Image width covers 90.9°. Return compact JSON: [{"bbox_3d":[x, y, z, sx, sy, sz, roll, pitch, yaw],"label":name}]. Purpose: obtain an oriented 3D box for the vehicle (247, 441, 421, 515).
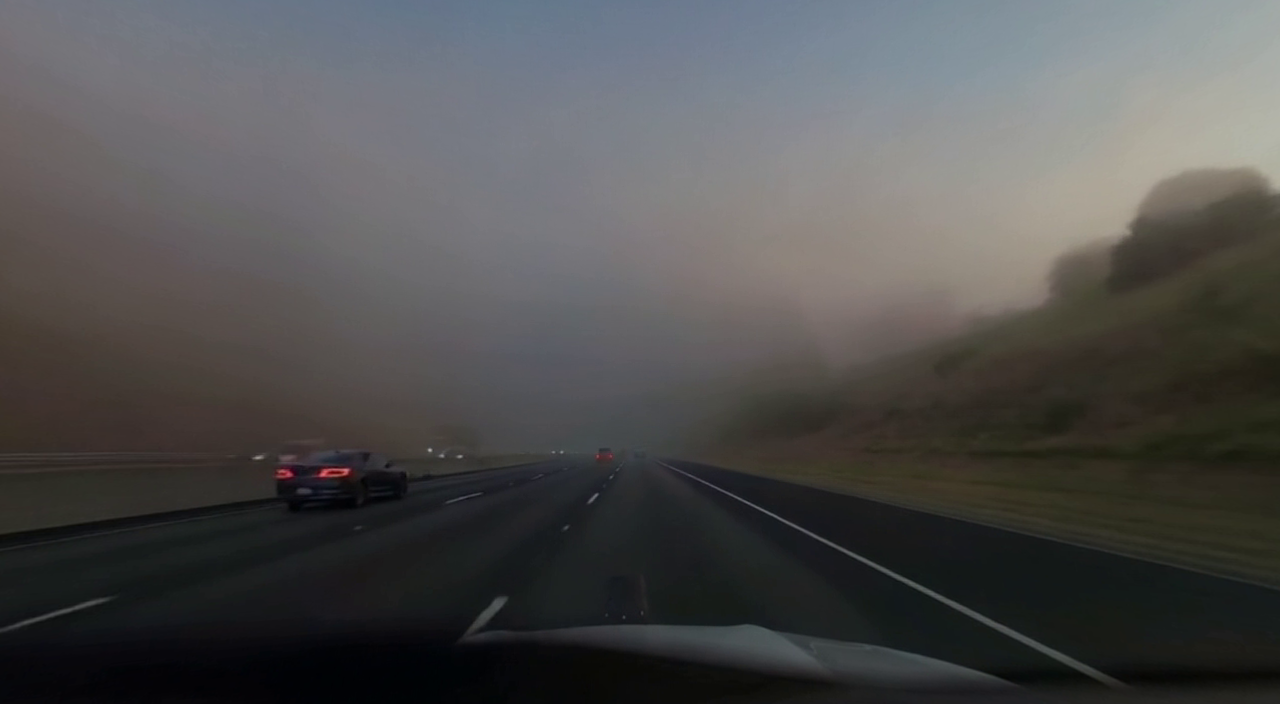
[{"bbox_3d":[-6.997,2.909,15.017,1.966,1.476,4.240,0,-9,1],"label":"vehicle"}]
